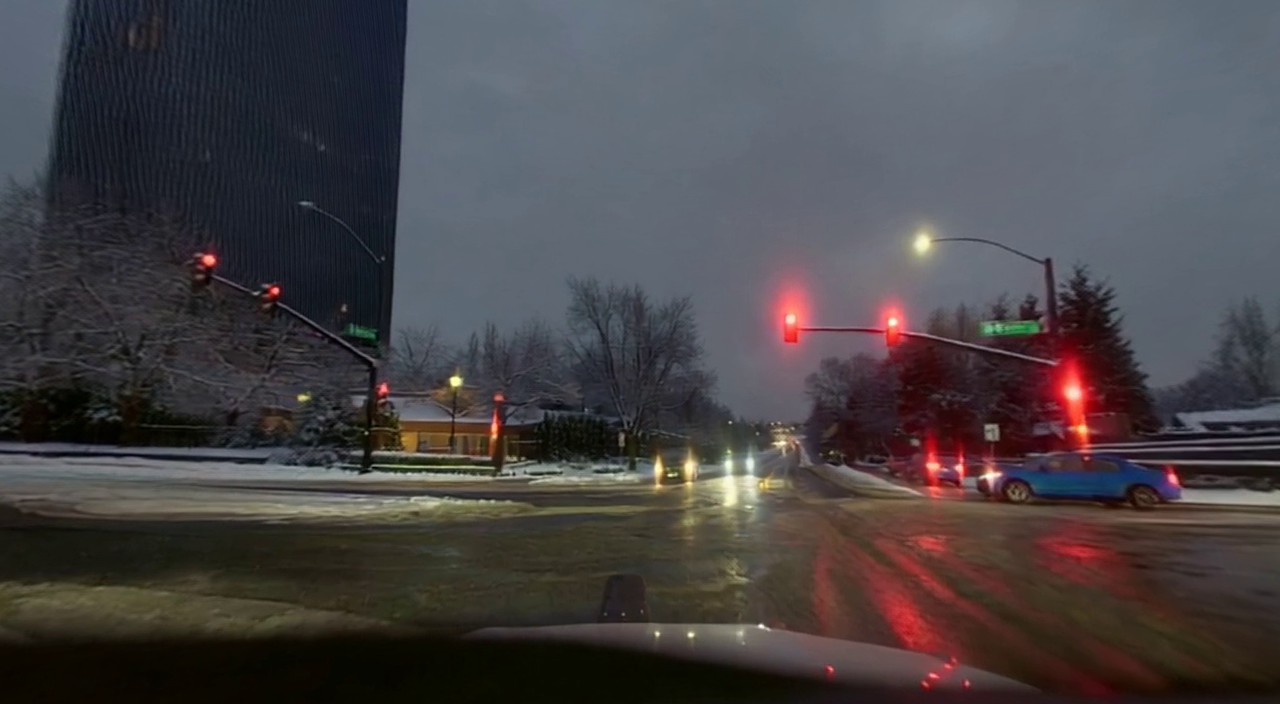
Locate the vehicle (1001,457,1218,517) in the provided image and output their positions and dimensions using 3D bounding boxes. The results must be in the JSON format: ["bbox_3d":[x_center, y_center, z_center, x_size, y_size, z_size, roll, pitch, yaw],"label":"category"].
[{"bbox_3d":[14.186,4.029,19.264,1.971,1.503,4.896,7,-11,-39],"label":"vehicle"}]

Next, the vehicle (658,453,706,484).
[{"bbox_3d":[2.368,6.283,34.243,2.068,1.486,4.664,-2,-9,10],"label":"vehicle"}]

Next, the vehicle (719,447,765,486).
[{"bbox_3d":[4.872,5.452,30.255,2.018,1.699,4.751,-1,-9,8],"label":"vehicle"}]
